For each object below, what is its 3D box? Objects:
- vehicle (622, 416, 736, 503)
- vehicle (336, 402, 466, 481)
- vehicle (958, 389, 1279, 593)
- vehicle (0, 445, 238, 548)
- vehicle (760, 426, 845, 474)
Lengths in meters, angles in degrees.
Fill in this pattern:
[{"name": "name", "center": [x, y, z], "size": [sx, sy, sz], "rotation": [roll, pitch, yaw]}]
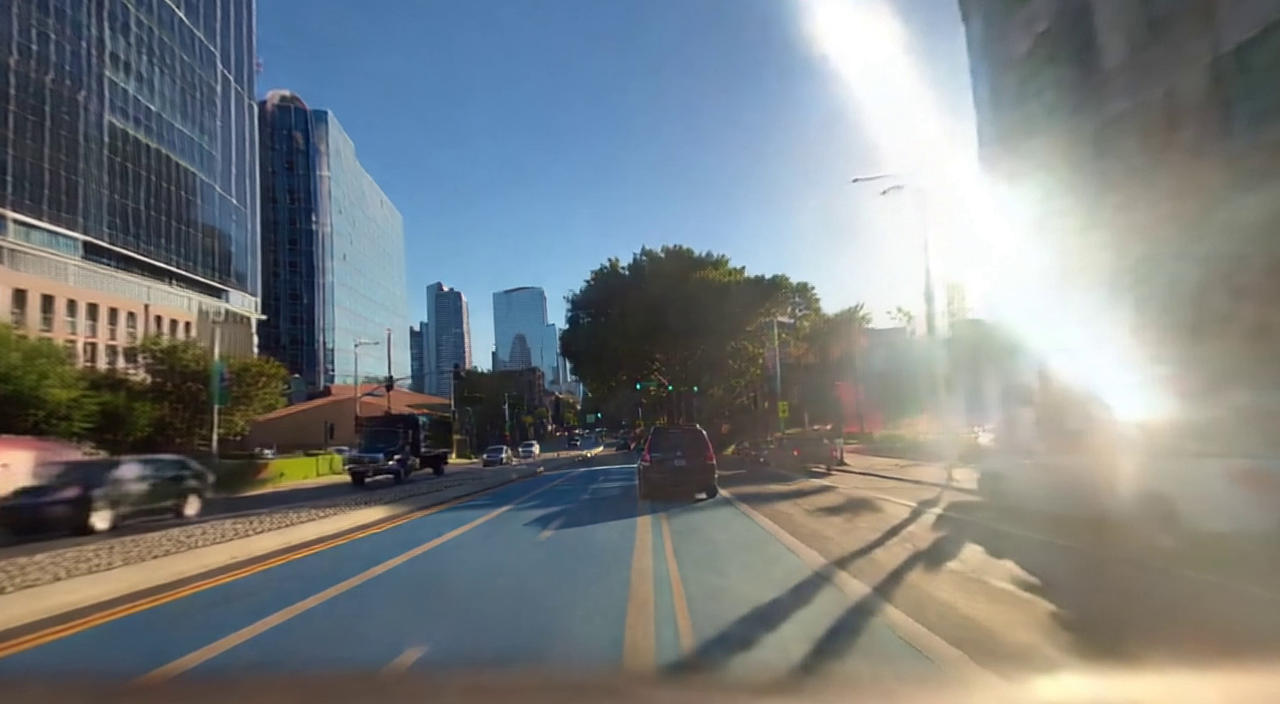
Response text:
[{"name": "vehicle", "center": [0.744, 2.549, 15.260], "size": [2.283, 1.773, 4.255], "rotation": [0, -9, -3]}, {"name": "vehicle", "center": [-13.327, 5.256, 36.706], "size": [3.101, 3.878, 10.902], "rotation": [0, -9, 1]}, {"name": "vehicle", "center": [6.659, 1.617, 8.326], "size": [2.088, 1.761, 5.697], "rotation": [0, -9, 2]}, {"name": "vehicle", "center": [-11.300, 2.919, 13.613], "size": [2.191, 1.763, 5.059], "rotation": [0, -9, -4]}, {"name": "vehicle", "center": [6.761, 4.152, 26.899], "size": [2.205, 1.823, 5.078], "rotation": [0, -9, 0]}]
